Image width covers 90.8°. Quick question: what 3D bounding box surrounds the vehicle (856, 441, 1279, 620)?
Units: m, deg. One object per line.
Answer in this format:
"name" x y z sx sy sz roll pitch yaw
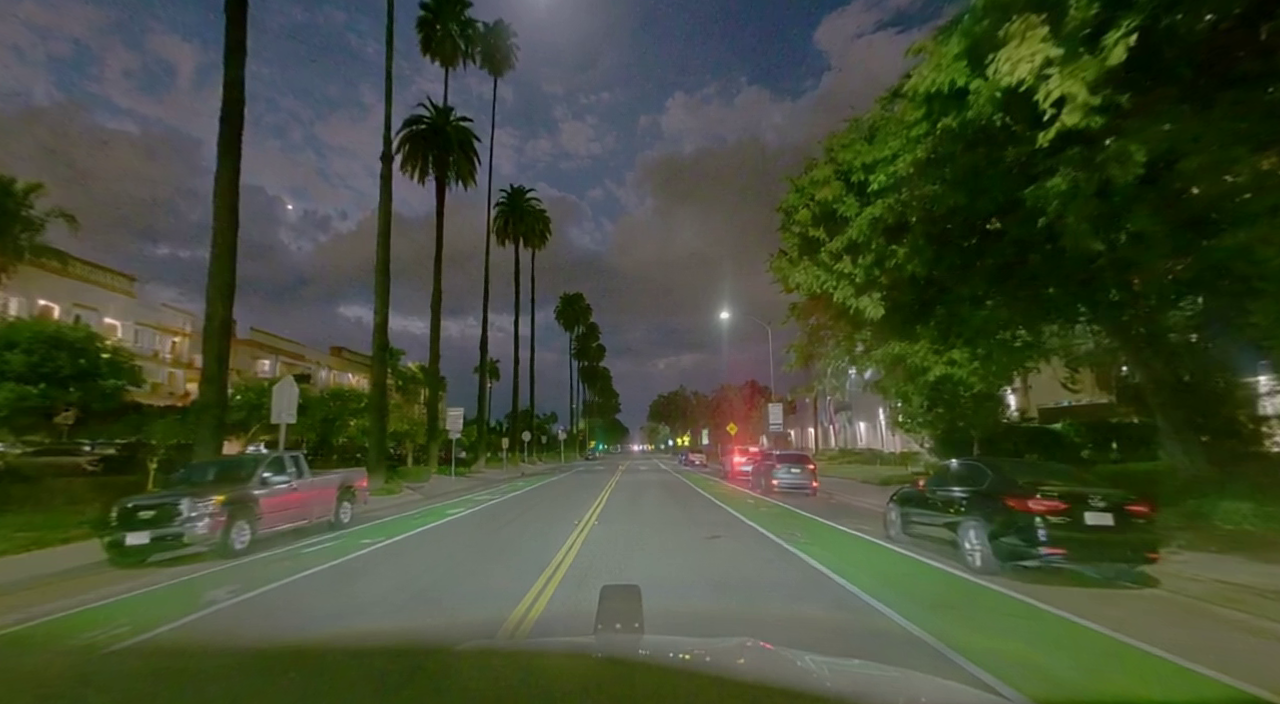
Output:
"vehicle" 4.755 1.927 7.964 2.141 1.480 5.016 0 -9 -2

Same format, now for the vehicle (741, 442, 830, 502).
"vehicle" 4.640 3.888 20.862 2.000 1.732 4.298 -1 -9 2

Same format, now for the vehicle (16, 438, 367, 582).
"vehicle" -6.902 2.410 10.775 2.220 1.786 5.161 -1 -8 0
